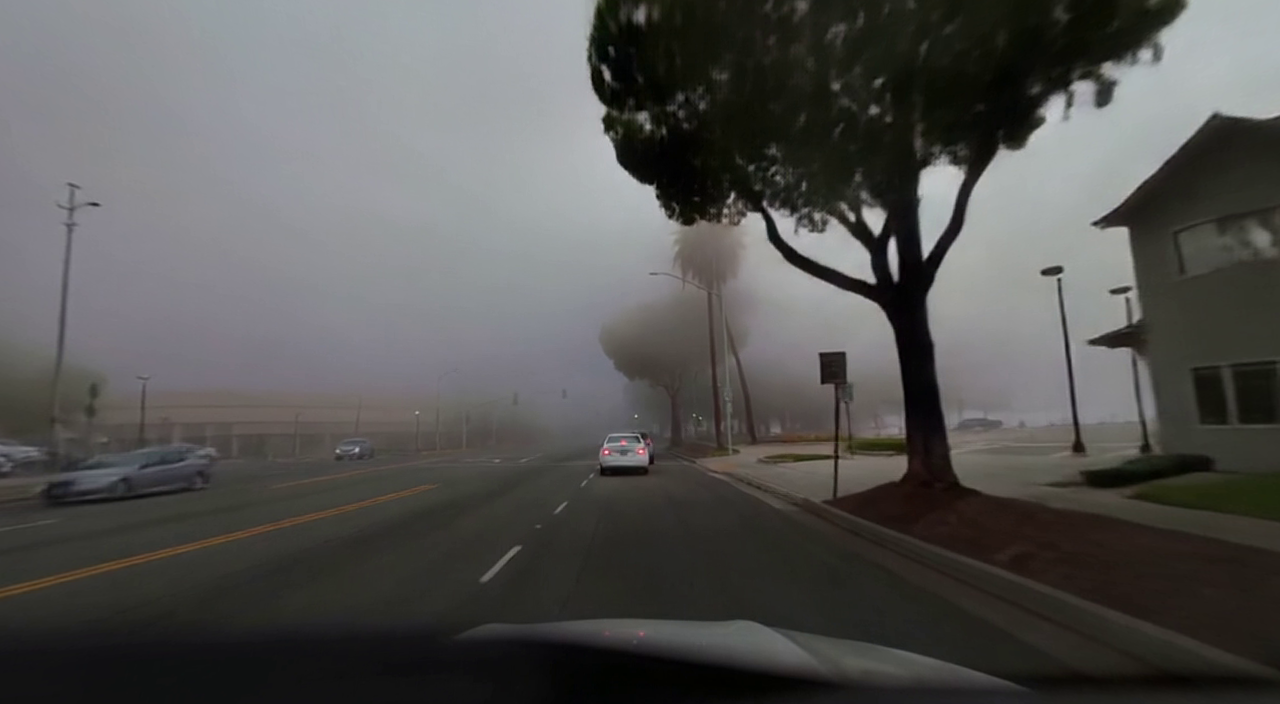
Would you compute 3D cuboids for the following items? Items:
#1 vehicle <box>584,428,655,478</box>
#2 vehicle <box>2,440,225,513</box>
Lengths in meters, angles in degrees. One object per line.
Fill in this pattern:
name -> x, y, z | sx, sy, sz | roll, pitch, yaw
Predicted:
vehicle -> -0.589, 3.419, 21.509 | 2.060, 1.526, 3.859 | -1, -8, 4
vehicle -> -12.525, 2.936, 15.568 | 1.903, 1.487, 4.784 | 1, -8, -8
